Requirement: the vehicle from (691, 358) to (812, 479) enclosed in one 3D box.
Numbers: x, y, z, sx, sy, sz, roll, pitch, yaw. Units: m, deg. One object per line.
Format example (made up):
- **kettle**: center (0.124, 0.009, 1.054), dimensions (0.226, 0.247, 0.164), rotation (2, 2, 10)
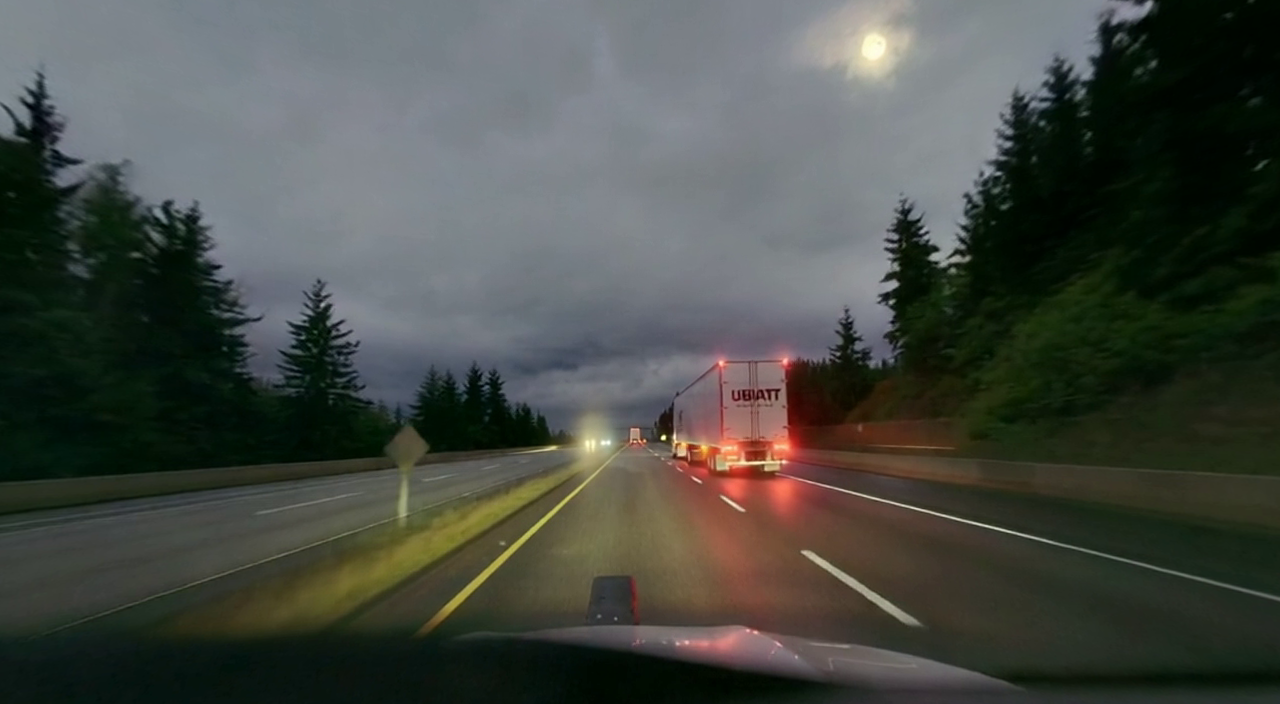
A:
- **vehicle**: center (3.913, 2.694, 24.432), dimensions (3.006, 3.850, 8.310), rotation (-1, -8, -1)
